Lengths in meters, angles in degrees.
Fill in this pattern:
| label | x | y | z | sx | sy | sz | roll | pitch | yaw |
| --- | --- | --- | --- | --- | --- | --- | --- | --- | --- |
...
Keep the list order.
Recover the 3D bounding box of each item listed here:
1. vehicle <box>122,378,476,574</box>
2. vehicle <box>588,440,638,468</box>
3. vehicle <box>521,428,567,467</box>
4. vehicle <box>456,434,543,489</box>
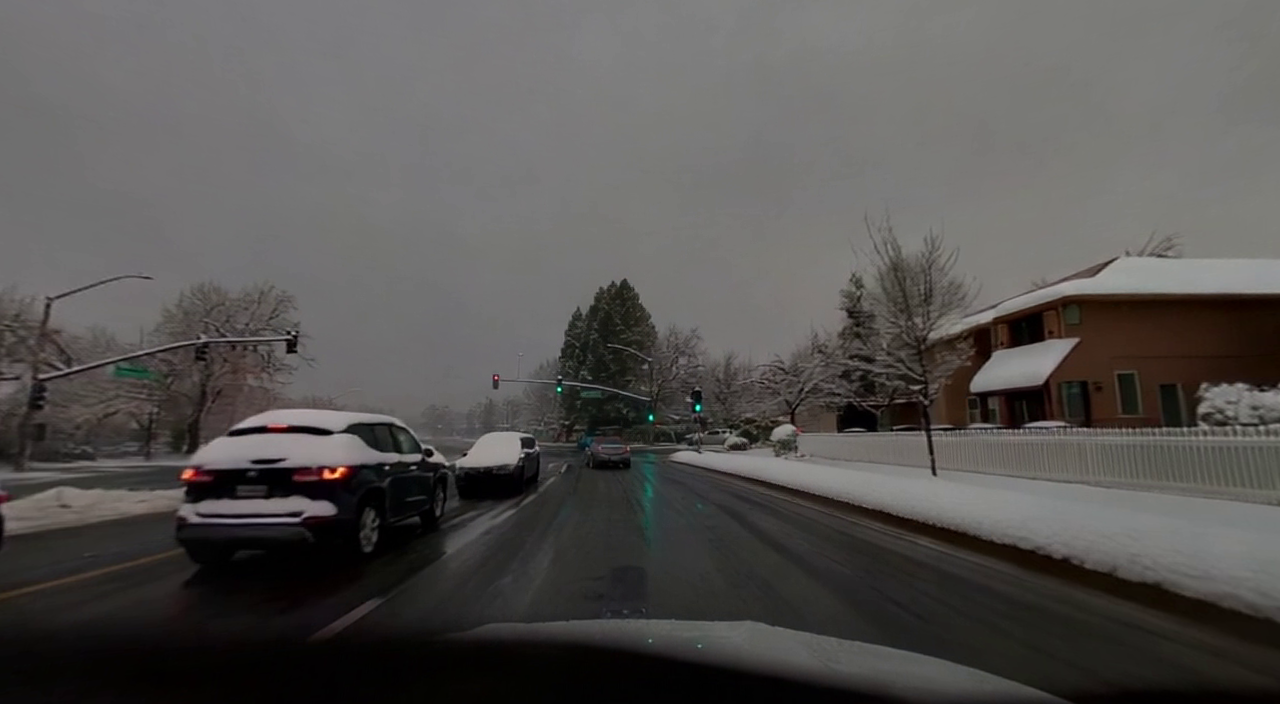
| label | x | y | z | sx | sy | sz | roll | pitch | yaw |
| --- | --- | --- | --- | --- | --- | --- | --- | --- | --- |
| vehicle | -3.998 | 1.556 | 8.719 | 2.144 | 1.877 | 4.899 | -1 | -8 | 0 |
| vehicle | -1.356 | 4.768 | 29.761 | 2.131 | 1.222 | 3.868 | 0 | -8 | -6 |
| vehicle | -5.007 | 5.006 | 33.369 | 2.032 | 1.852 | 4.571 | -1 | -8 | -4 |
| vehicle | -4.077 | 3.221 | 18.947 | 1.709 | 1.425 | 4.337 | -1 | -8 | -1 |
